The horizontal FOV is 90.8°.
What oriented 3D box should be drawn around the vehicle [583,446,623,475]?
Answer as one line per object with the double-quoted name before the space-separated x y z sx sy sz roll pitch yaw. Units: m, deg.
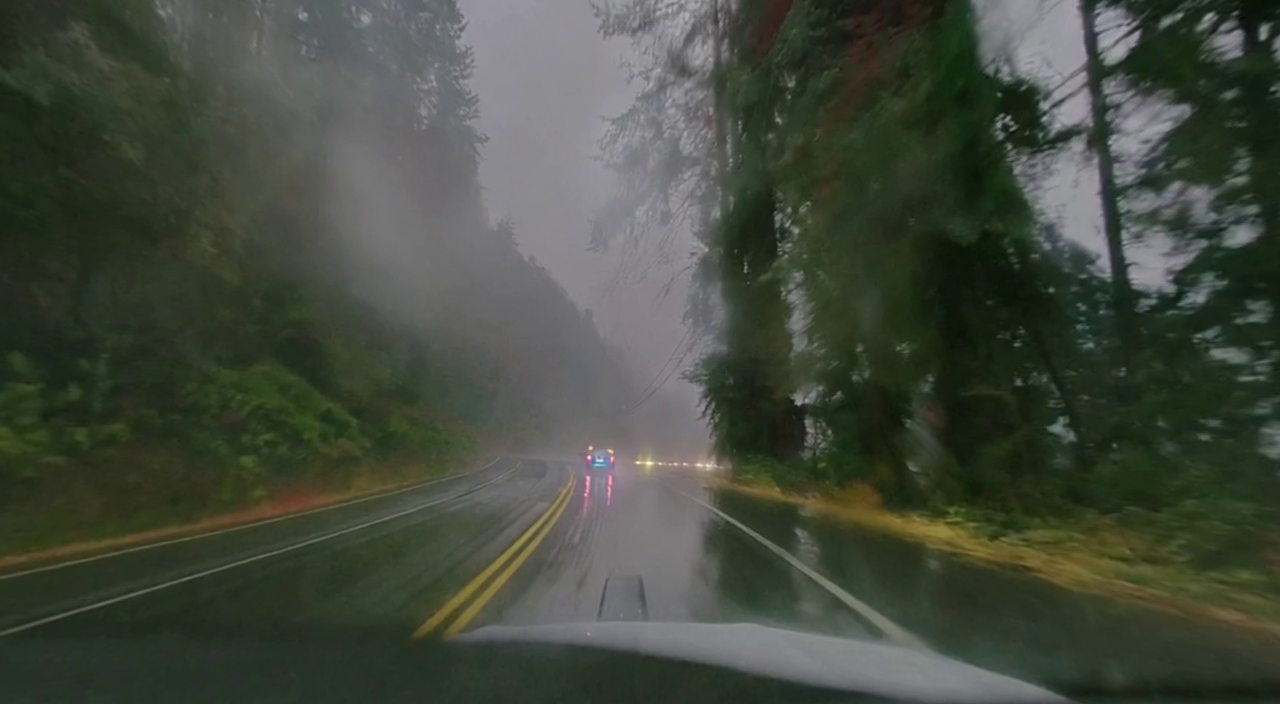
"vehicle" -2.225 6.319 37.141 2.059 1.524 3.963 3 -9 -6
